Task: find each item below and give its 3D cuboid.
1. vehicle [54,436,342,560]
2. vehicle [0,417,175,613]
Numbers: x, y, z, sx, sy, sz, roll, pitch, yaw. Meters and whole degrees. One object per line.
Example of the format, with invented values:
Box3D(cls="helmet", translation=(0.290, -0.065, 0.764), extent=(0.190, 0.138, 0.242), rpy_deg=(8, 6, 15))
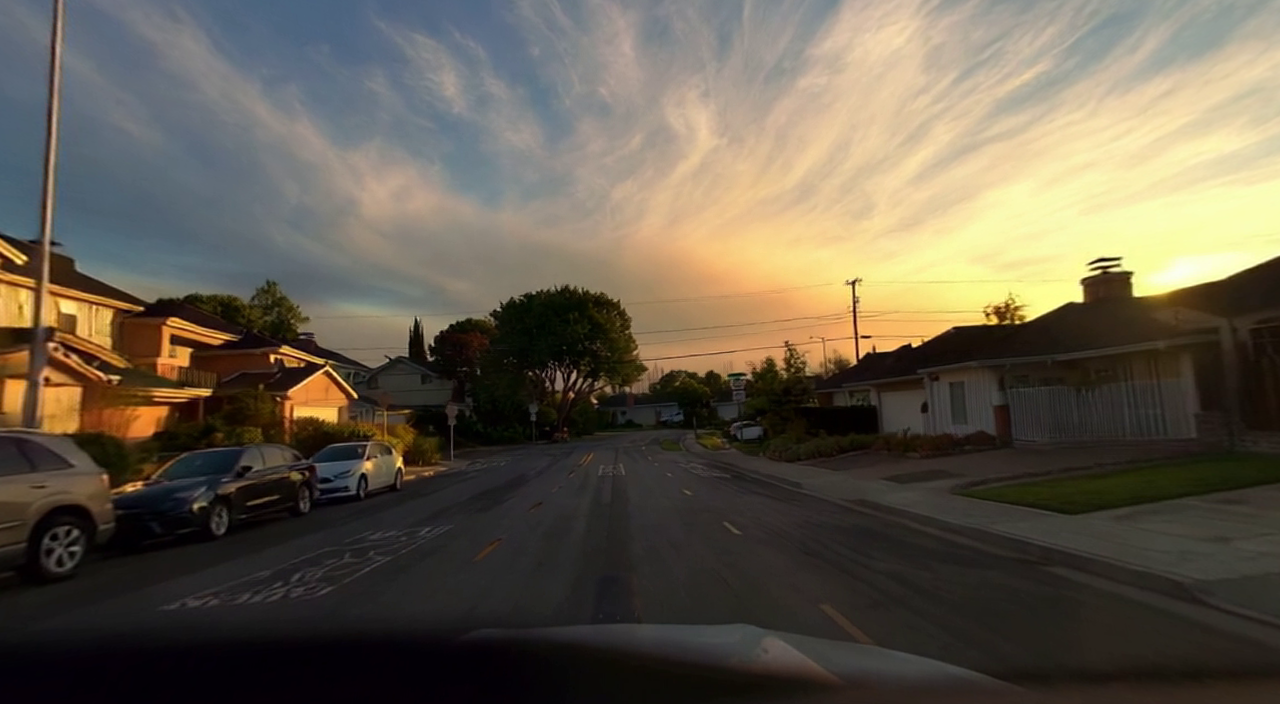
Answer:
Box3D(cls="vehicle", translation=(-6.567, 2.119, 9.995), extent=(1.777, 1.554, 3.790), rpy_deg=(0, -8, 0))
Box3D(cls="vehicle", translation=(-6.671, 1.444, 5.473), extent=(1.865, 1.750, 4.507), rpy_deg=(0, -8, -1))
